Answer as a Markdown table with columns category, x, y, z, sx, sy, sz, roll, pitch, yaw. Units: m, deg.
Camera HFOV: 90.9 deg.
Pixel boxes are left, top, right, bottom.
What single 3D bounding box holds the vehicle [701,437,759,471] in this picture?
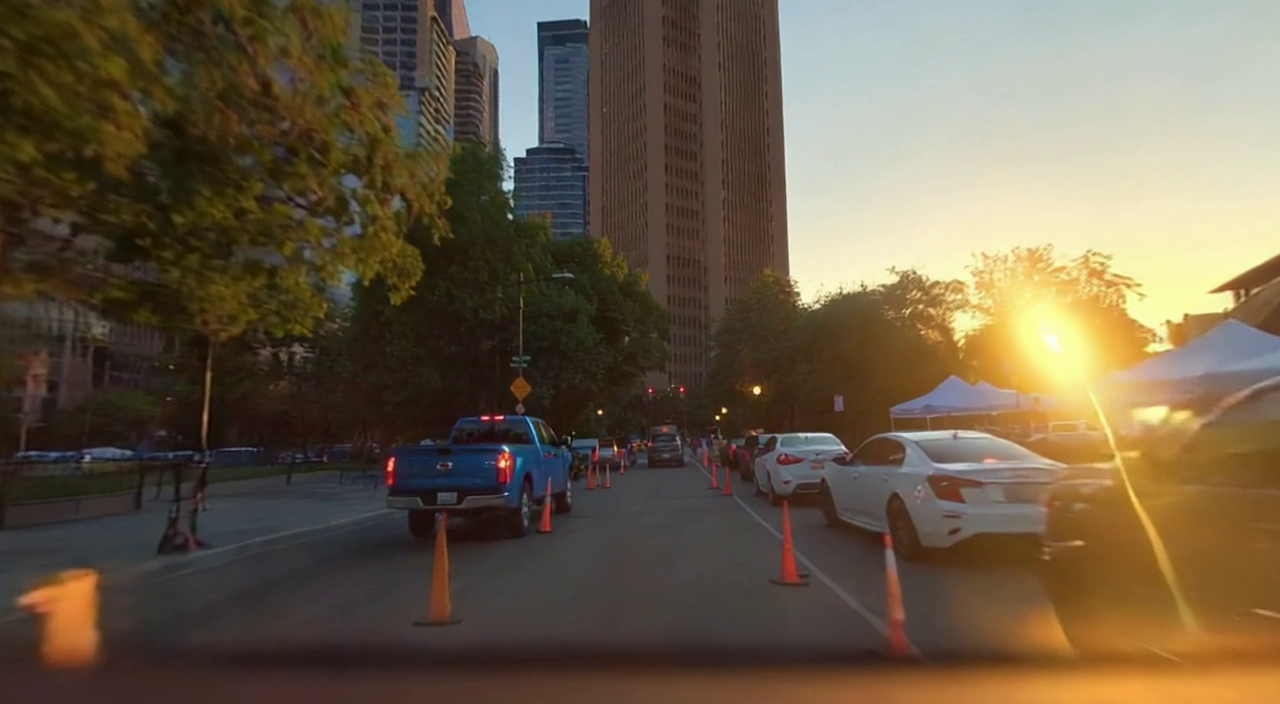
| category | x | y | z | sx | sy | sz | roll | pitch | yaw |
| --- | --- | --- | --- | --- | --- | --- | --- | --- | --- |
| vehicle | 4.206 | 4.835 | 30.282 | 2.021 | 1.506 | 4.643 | 0 | -8 | -1 |

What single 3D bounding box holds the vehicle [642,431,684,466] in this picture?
| category | x | y | z | sx | sy | sz | roll | pitch | yaw |
| --- | --- | --- | --- | --- | --- | --- | --- | --- | --- |
| vehicle | 1.245 | 5.330 | 34.875 | 2.183 | 1.784 | 4.317 | 0 | -9 | 1 |

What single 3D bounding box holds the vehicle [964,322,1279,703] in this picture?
| category | x | y | z | sx | sy | sz | roll | pitch | yaw |
| --- | --- | --- | --- | --- | --- | --- | --- | --- | --- |
| vehicle | 3.198 | 0.747 | 2.124 | 1.923 | 1.708 | 4.239 | 0 | -9 | 0 |

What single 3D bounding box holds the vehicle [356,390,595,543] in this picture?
| category | x | y | z | sx | sy | sz | roll | pitch | yaw |
| --- | --- | --- | --- | --- | --- | --- | --- | --- | --- |
| vehicle | -2.325 | 1.904 | 10.995 | 2.452 | 1.954 | 5.653 | 0 | -9 | 2 |
